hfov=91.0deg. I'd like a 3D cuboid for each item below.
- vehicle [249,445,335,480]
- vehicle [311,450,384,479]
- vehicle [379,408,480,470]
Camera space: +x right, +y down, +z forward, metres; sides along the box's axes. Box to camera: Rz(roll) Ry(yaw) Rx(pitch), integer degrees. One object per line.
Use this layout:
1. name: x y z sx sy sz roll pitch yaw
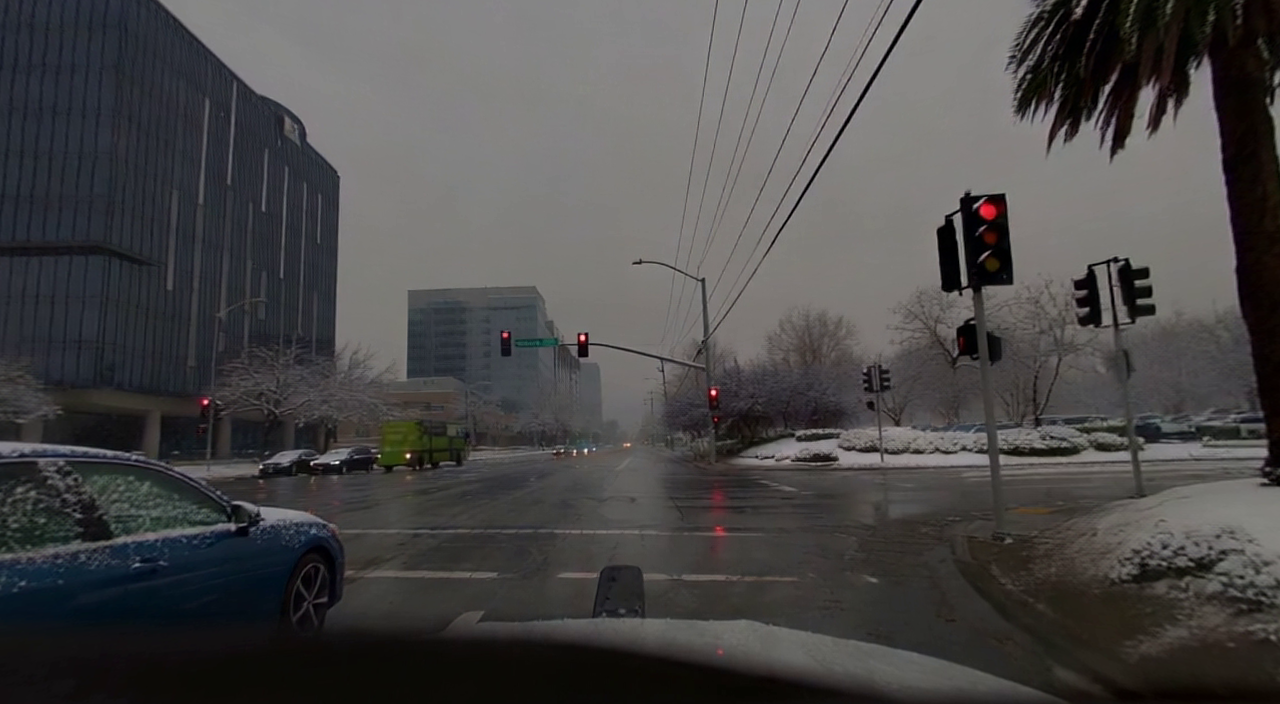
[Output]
1. vehicle: -19.097 6.058 34.830 2.017 1.739 4.569 0 -9 1
2. vehicle: -15.368 5.924 33.294 1.875 1.389 3.784 0 -9 3
3. vehicle: -15.082 6.499 46.491 3.014 3.949 11.279 0 -9 3
